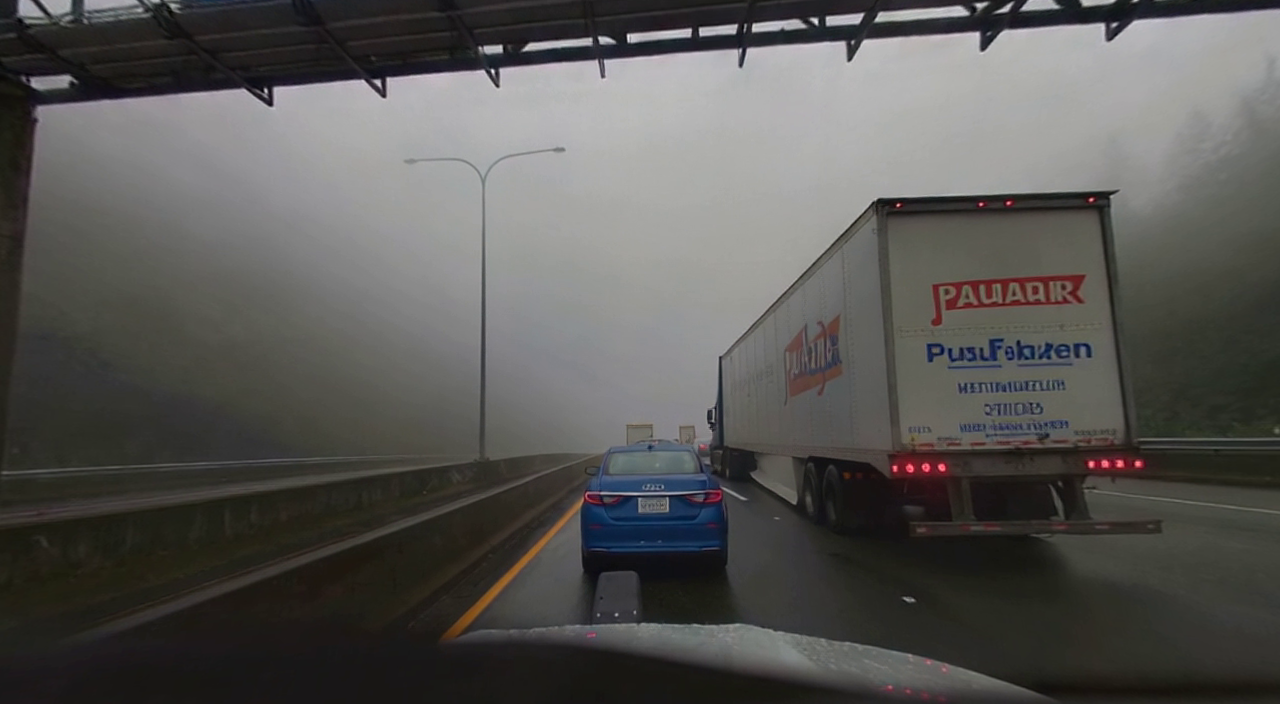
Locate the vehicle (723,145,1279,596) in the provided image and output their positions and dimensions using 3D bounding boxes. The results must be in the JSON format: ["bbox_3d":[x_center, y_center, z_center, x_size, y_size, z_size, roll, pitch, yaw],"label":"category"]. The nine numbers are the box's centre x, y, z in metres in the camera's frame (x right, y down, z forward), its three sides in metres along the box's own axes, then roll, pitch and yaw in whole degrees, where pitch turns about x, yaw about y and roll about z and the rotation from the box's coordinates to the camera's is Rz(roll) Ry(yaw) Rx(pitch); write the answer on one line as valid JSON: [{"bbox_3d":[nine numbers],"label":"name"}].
[{"bbox_3d":[4.219,1.062,12.776,2.827,4.081,14.305,0,-8,-1],"label":"vehicle"}]

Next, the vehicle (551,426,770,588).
[{"bbox_3d":[0.180,1.715,7.775,2.045,1.490,3.597,-1,-8,0],"label":"vehicle"}]

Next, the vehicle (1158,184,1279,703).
[{"bbox_3d":[4.741,0.077,0.439,2.892,2.615,6.650,0,-8,-2],"label":"vehicle"}]
